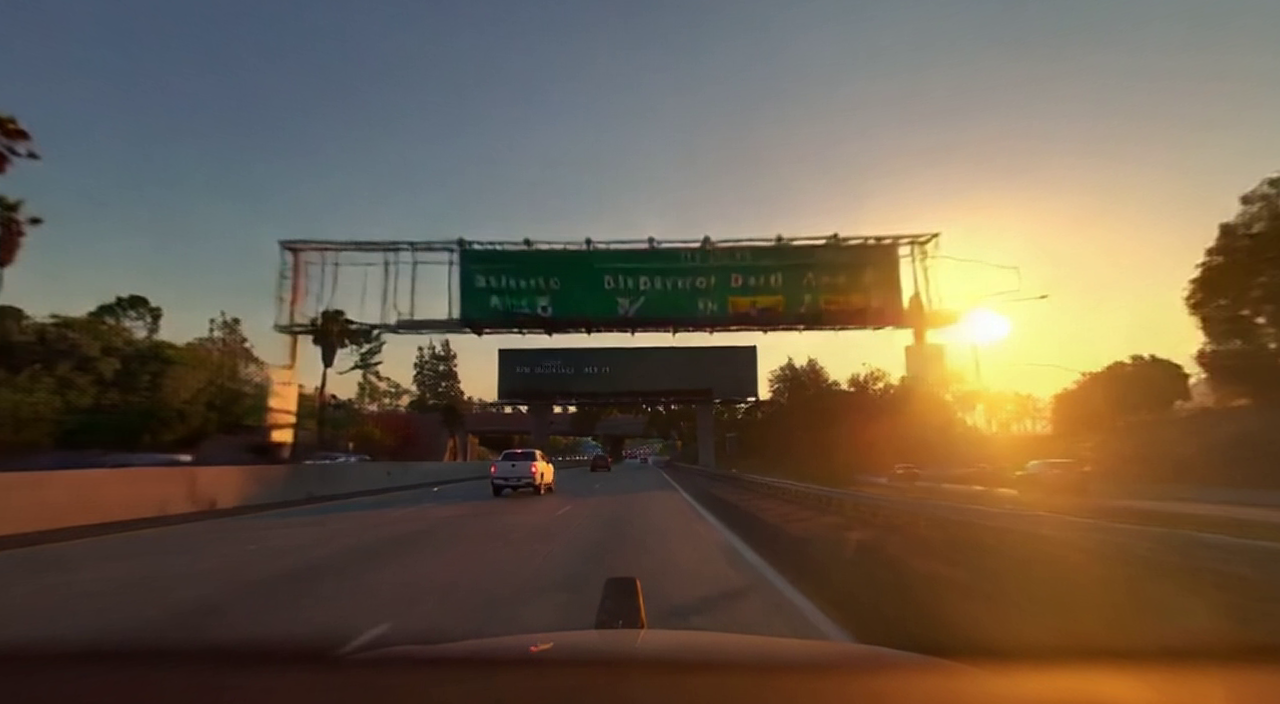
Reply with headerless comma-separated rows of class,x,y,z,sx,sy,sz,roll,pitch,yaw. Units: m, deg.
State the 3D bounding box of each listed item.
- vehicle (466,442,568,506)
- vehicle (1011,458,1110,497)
vehicle,-3.719,3.794,20.057,2.162,1.747,4.791,0,-9,1
vehicle,21.978,6.540,33.203,2.033,1.794,5.116,-1,-9,6
